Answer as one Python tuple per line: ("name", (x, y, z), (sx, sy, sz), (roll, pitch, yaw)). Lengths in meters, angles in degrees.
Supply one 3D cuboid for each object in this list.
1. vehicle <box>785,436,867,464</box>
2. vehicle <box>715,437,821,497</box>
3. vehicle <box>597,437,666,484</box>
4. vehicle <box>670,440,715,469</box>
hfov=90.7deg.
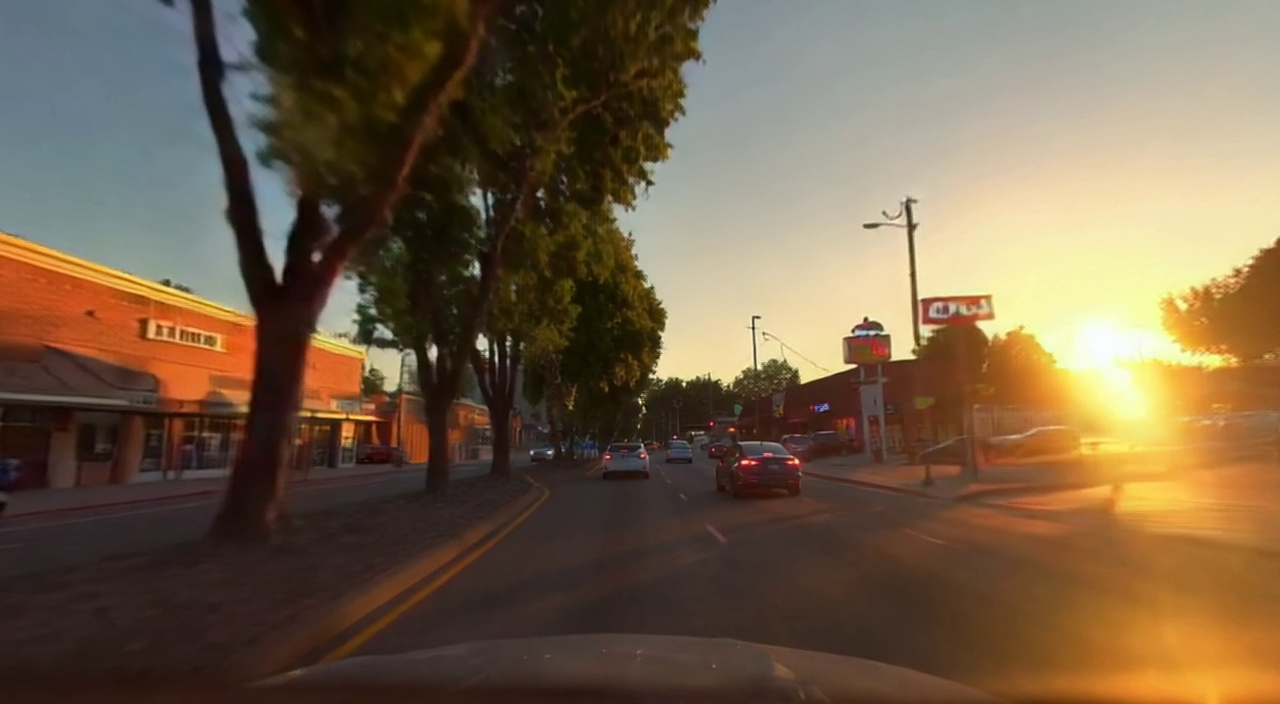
("vehicle", (11.488, 6.061, 39.243), (4.291, 1.652, 2.122), (1, -9, -6))
("vehicle", (3.434, 3.184, 17.886), (2.060, 1.471, 4.168), (0, -9, -1))
("vehicle", (-0.299, 3.845, 22.739), (2.232, 1.508, 4.319), (0, -9, -1))
("vehicle", (2.897, 5.796, 35.895), (2.098, 1.527, 3.966), (0, -9, -2))
